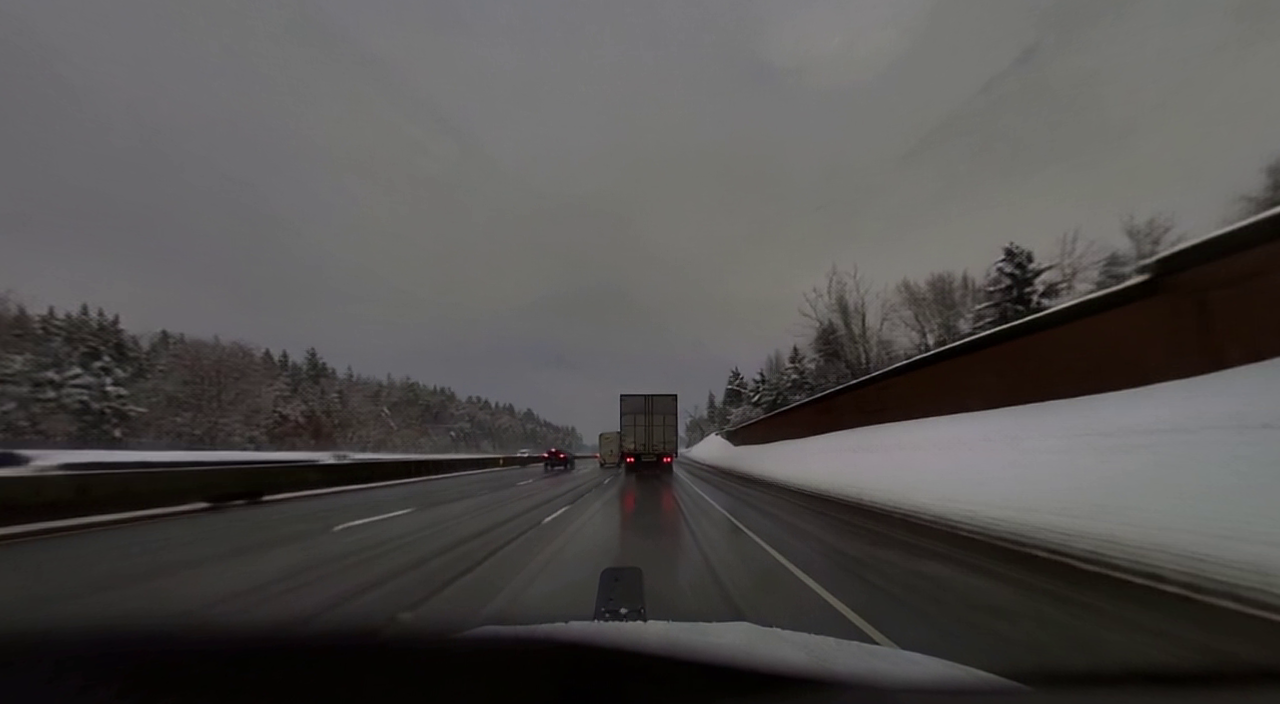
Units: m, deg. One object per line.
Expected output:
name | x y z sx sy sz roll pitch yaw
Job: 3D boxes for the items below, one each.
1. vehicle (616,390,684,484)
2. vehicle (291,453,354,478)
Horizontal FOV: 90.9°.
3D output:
vehicle | 0.498 4.576 33.202 2.997 4.069 10.871 0 -9 1
vehicle | -19.736 7.038 39.340 1.791 1.469 3.979 0 -9 2
